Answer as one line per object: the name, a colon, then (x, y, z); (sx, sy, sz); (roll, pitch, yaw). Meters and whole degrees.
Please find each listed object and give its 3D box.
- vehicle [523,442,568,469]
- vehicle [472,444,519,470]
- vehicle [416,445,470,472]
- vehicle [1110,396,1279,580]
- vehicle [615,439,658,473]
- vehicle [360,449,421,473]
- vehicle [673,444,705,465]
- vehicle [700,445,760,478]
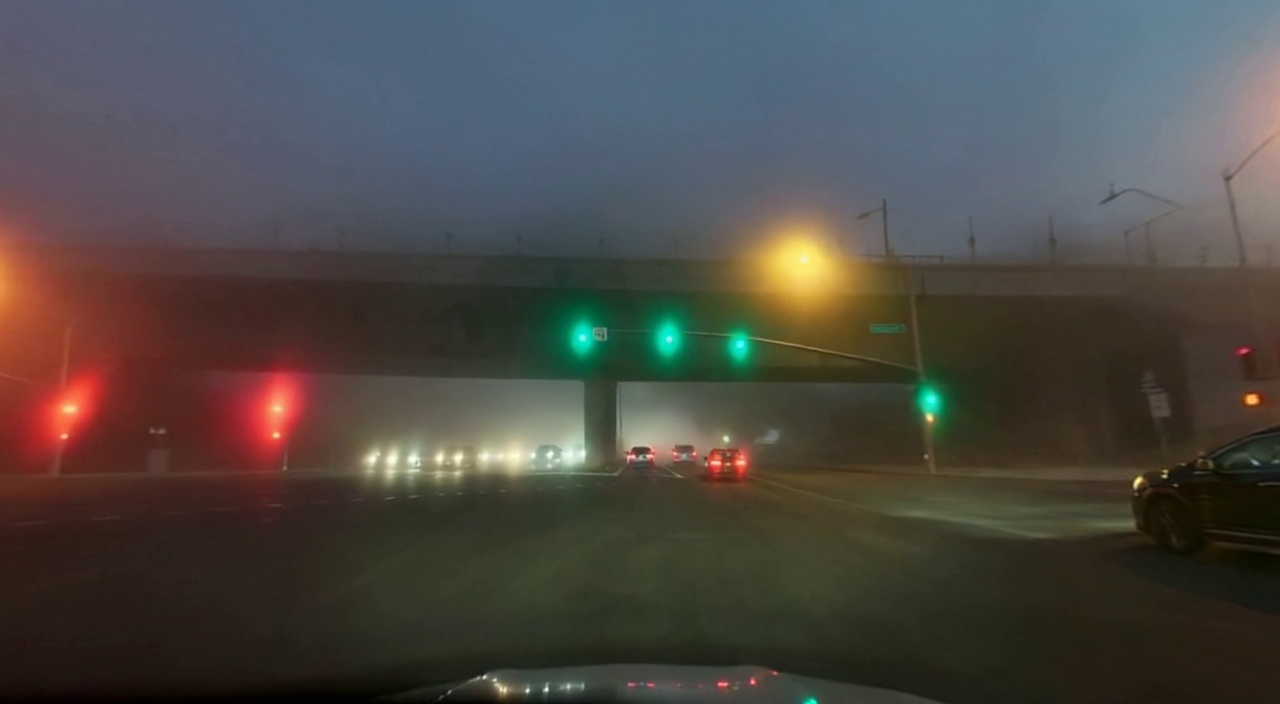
vehicle: (-5.845, 6.547, 39.397); (1.971, 1.542, 4.377); (-2, -10, 2)
vehicle: (-9.411, 6.876, 41.163); (1.945, 1.590, 4.141); (0, -9, 2)
vehicle: (-12.813, 6.940, 41.159); (1.985, 1.606, 4.570); (0, -9, 1)
vehicle: (6.756, 1.212, 5.554); (1.964, 1.647, 4.114); (0, -9, 0)
vehicle: (-0.140, 5.551, 33.738); (2.172, 1.694, 4.055); (0, -9, 1)
vehicle: (-16.589, 7.231, 41.988); (1.982, 1.499, 4.735); (0, -9, 1)
vehicle: (3.699, 7.834, 48.015); (2.119, 1.509, 4.495); (0, -9, 0)
vehicle: (4.069, 5.054, 29.165); (2.156, 1.404, 4.120); (0, -9, 0)
